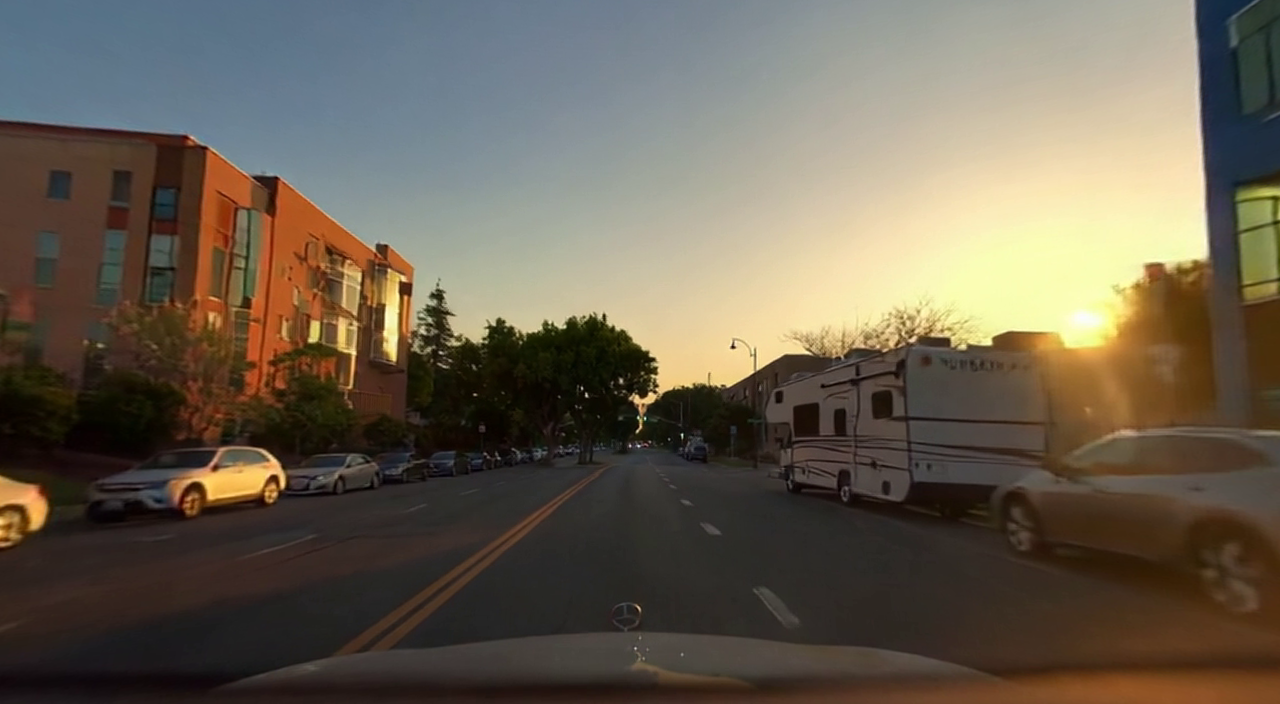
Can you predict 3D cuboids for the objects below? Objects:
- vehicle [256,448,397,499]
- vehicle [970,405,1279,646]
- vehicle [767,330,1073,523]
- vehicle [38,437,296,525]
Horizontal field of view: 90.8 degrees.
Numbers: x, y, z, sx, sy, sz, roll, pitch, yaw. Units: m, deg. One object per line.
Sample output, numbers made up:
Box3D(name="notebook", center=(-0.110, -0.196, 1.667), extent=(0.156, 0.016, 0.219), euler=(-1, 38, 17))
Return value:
Box3D(name="vehicle", center=(-10.022, 3.890, 20.754), extent=(2.078, 1.427, 4.900), euler=(0, -8, 0))
Box3D(name="vehicle", center=(5.904, 1.554, 6.453), extent=(2.154, 1.804, 5.341), euler=(0, -8, 0))
Box3D(name="vehicle", center=(6.032, 2.020, 16.337), extent=(3.102, 3.473, 9.734), euler=(0, -8, -2))
Box3D(name="vehicle", center=(-10.021, 2.723, 14.006), extent=(2.276, 1.597, 4.421), euler=(0, -8, 0))
